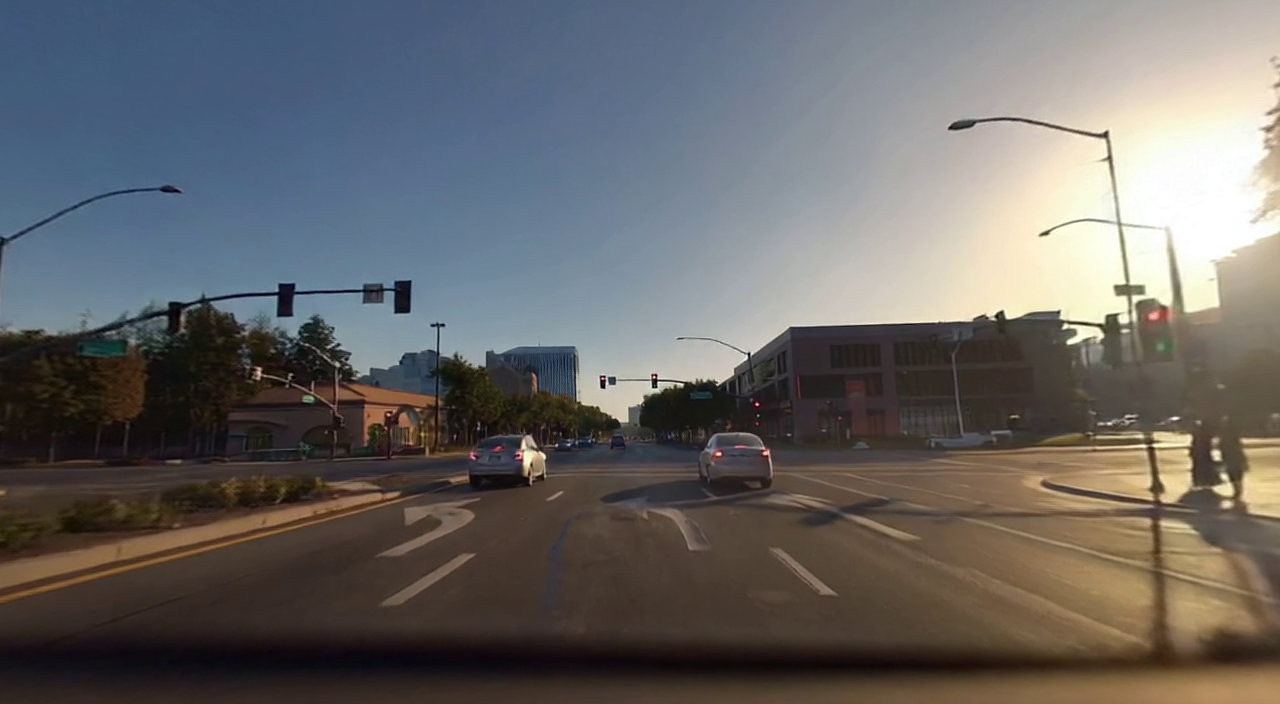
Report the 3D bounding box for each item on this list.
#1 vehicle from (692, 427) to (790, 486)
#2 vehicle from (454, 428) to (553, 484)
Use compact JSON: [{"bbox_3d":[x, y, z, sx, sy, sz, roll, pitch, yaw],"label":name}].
[{"bbox_3d":[2.865,3.105,19.058,2.130,1.524,4.722,0,-8,-1],"label":"vehicle"},{"bbox_3d":[-4.026,3.160,19.457,1.973,1.526,4.533,0,-8,1],"label":"vehicle"}]
